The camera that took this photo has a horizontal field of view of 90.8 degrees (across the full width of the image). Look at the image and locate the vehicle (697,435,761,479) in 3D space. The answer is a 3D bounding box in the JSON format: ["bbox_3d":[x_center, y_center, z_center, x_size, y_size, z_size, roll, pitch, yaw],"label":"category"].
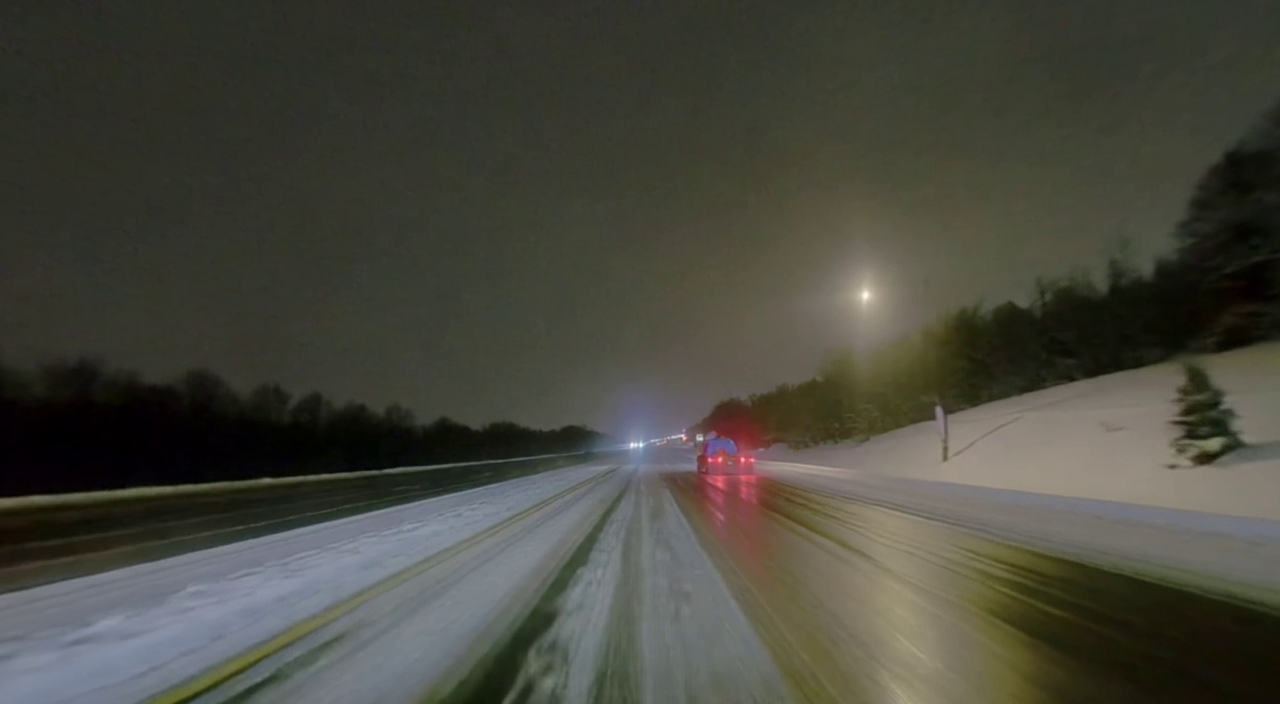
[{"bbox_3d":[4.387,5.303,32.065,2.309,2.003,5.139,0,-9,-2],"label":"vehicle"}]
